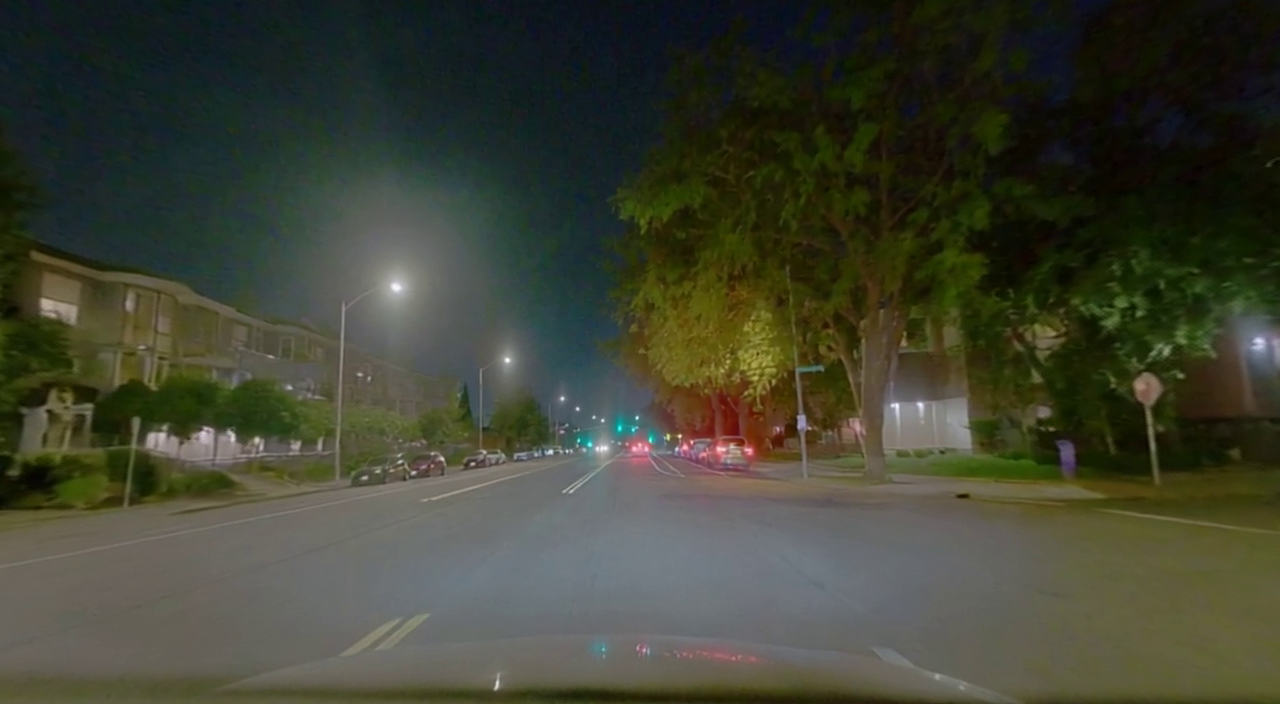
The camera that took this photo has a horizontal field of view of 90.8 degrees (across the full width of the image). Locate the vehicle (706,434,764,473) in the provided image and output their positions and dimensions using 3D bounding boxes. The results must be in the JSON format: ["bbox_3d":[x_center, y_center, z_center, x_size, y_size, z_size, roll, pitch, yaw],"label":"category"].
[{"bbox_3d":[4.707,5.136,32.030,2.022,1.799,5.105,0,-8,-2],"label":"vehicle"}]

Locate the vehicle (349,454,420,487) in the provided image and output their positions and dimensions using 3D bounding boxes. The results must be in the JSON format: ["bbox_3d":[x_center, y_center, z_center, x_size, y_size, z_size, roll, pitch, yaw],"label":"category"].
[{"bbox_3d":[-12.954,6.008,32.324,1.834,1.467,4.357,0,-8,0],"label":"vehicle"}]

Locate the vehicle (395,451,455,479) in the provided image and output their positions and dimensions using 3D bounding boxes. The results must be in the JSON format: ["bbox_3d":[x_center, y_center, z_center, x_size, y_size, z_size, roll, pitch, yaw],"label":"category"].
[{"bbox_3d":[-12.847,6.785,38.085,1.880,1.523,4.833,0,-8,1],"label":"vehicle"}]

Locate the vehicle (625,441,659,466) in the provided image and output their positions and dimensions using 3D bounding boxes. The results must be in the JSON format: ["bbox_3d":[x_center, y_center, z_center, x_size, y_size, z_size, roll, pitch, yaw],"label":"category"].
[{"bbox_3d":[0.073,6.267,39.280,2.022,1.471,3.973,0,-8,-1],"label":"vehicle"}]
